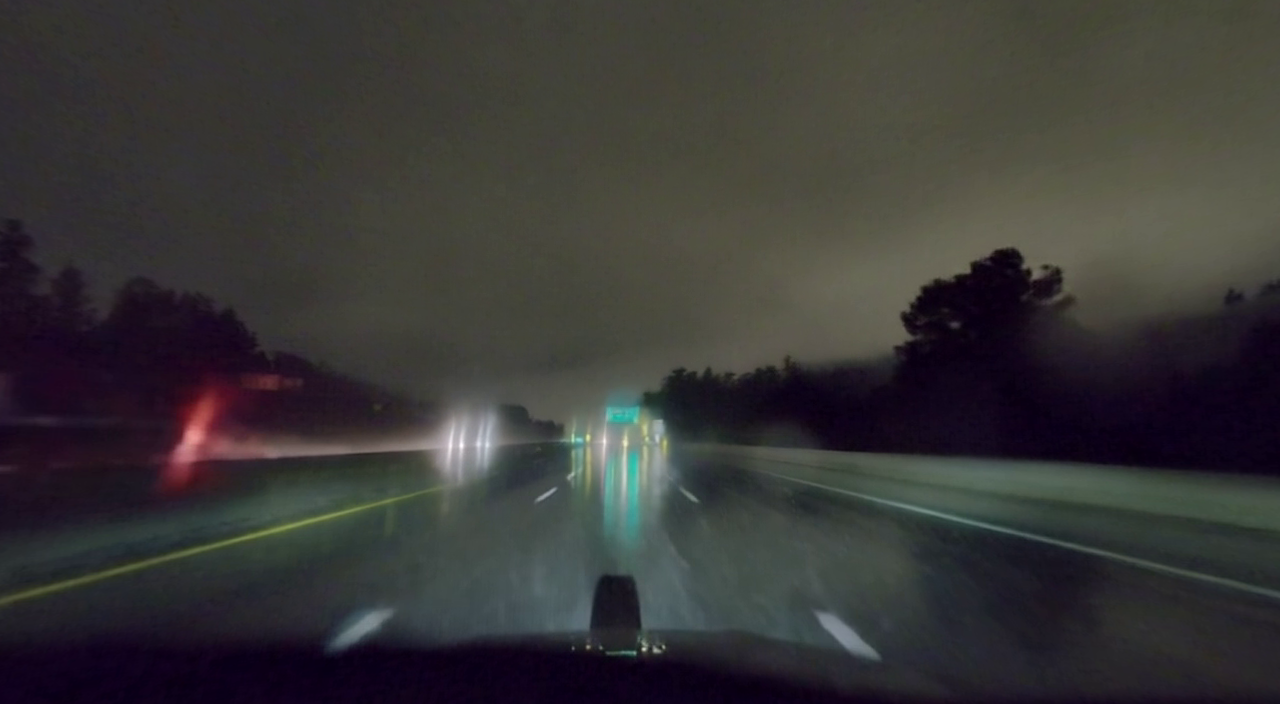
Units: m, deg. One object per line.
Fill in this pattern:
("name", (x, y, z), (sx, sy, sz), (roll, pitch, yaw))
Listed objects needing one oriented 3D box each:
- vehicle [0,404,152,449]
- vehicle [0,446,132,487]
("vehicle", (-17.223, 2.294, 18.914), (1.683, 1.216, 4.295), (0, -8, 0))
("vehicle", (-17.219, 3.136, 17.446), (2.308, 0.982, 4.771), (-1, -8, 1))
